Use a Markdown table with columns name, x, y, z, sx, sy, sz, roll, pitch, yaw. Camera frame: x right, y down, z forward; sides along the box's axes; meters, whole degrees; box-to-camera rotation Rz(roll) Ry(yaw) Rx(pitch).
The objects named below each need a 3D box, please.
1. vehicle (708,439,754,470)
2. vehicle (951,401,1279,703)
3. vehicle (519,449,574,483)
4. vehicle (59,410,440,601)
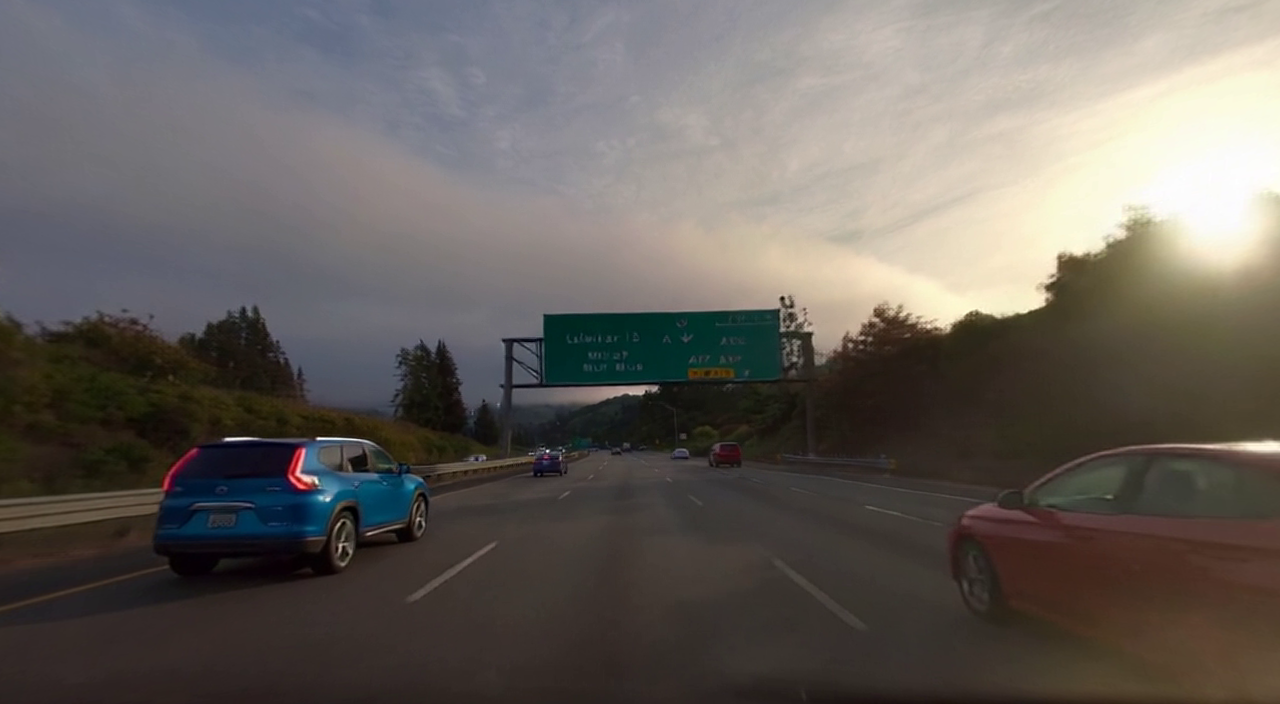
| name | x | y | z | sx | sy | sz | roll | pitch | yaw |
| --- | --- | --- | --- | --- | --- | --- | --- | --- | --- |
| vehicle | 6.523 | 7.480 | 45.885 | 2.378 | 2.096 | 5.119 | 0 | -9 | -2 |
| vehicle | 3.721 | 1.080 | 3.137 | 2.120 | 1.572 | 4.344 | 0 | -9 | 0 |
| vehicle | -4.400 | 5.419 | 30.302 | 2.009 | 1.488 | 4.289 | 0 | -9 | -1 |
| vehicle | -4.288 | 1.748 | 8.015 | 2.079 | 1.745 | 4.281 | 0 | -9 | 0 |
